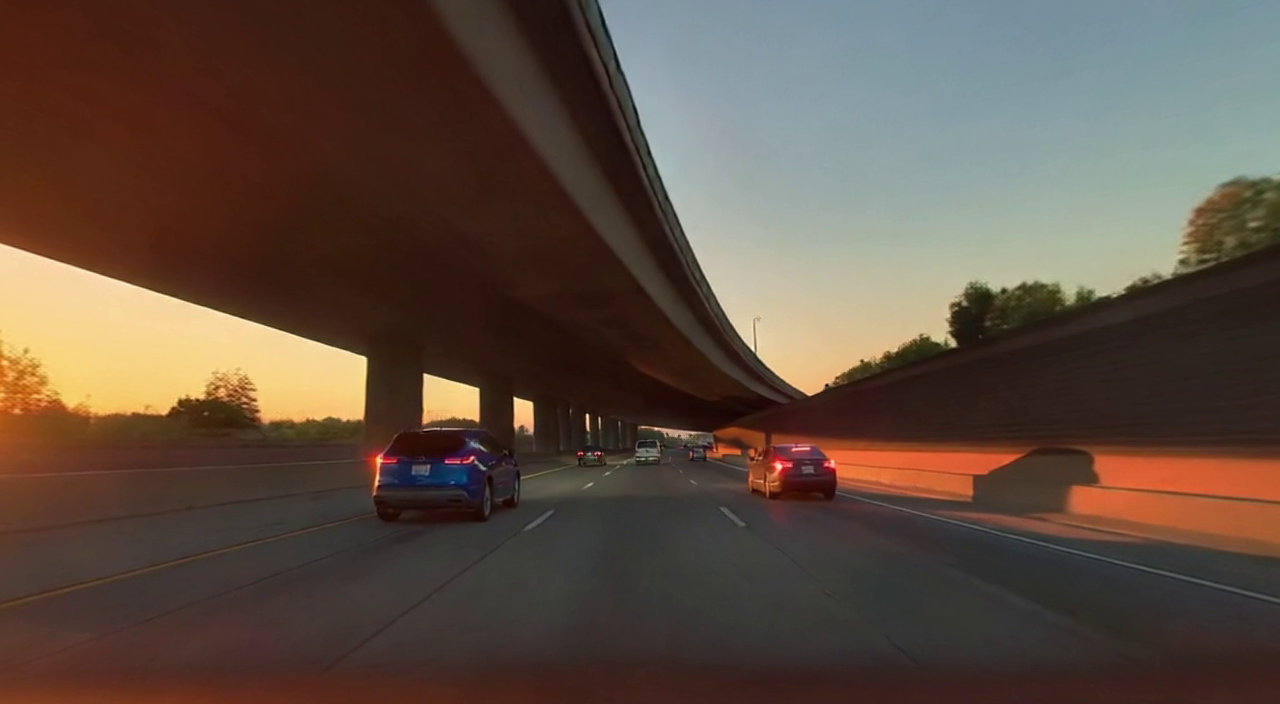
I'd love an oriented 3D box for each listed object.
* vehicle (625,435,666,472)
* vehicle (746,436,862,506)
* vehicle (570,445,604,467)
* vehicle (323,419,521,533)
[{"bbox_3d":[0.294,5.716,35.560,2.155,1.909,4.529,0,-9,0],"label":"vehicle"},{"bbox_3d":[4.018,2.987,16.163,1.959,1.554,3.795,0,-9,0],"label":"vehicle"},{"bbox_3d":[-3.718,7.415,44.904,1.994,1.475,4.171,0,-9,1],"label":"vehicle"},{"bbox_3d":[-3.822,2.282,12.110,2.089,1.751,4.515,0,-9,1],"label":"vehicle"}]
